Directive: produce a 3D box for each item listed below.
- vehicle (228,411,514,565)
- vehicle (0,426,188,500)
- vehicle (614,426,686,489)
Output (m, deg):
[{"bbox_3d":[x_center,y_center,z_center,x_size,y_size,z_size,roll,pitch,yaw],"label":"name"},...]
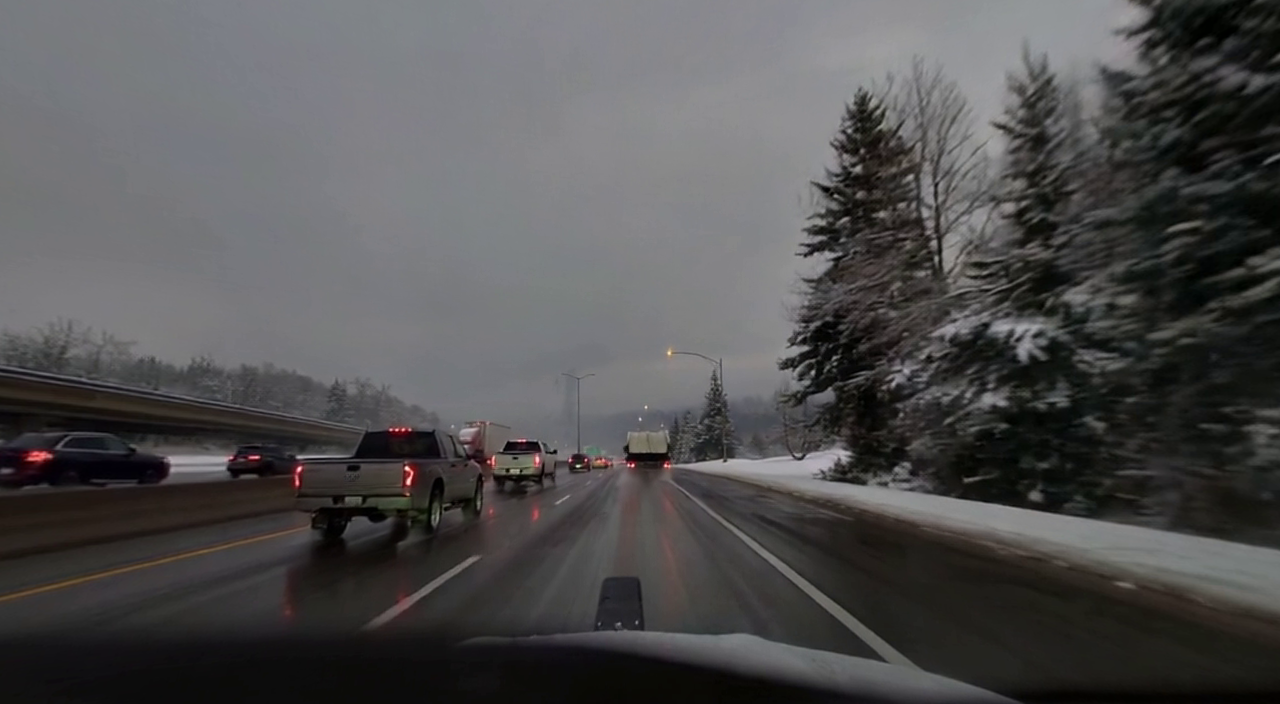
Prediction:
[{"bbox_3d":[-3.774,2.040,10.230,2.303,1.835,5.044,-1,-9,1],"label":"vehicle"},{"bbox_3d":[-13.359,2.591,15.012,1.828,1.482,4.204,-1,-9,6],"label":"vehicle"},{"bbox_3d":[0.301,4.830,29.275,2.886,2.471,7.692,0,-9,-1],"label":"vehicle"}]
